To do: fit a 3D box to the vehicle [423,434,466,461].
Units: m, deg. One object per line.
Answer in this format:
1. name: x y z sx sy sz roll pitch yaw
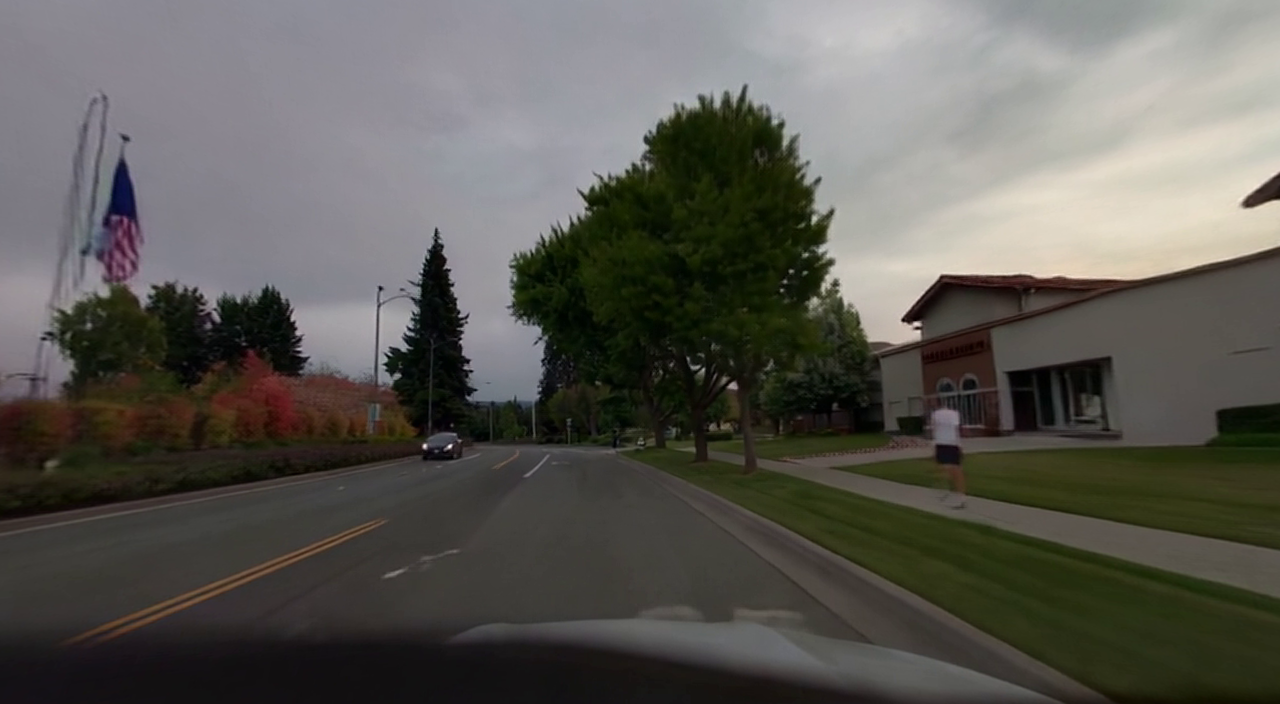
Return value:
1. vehicle: -11.392 5.550 36.899 1.912 1.500 3.772 1 -8 -10
